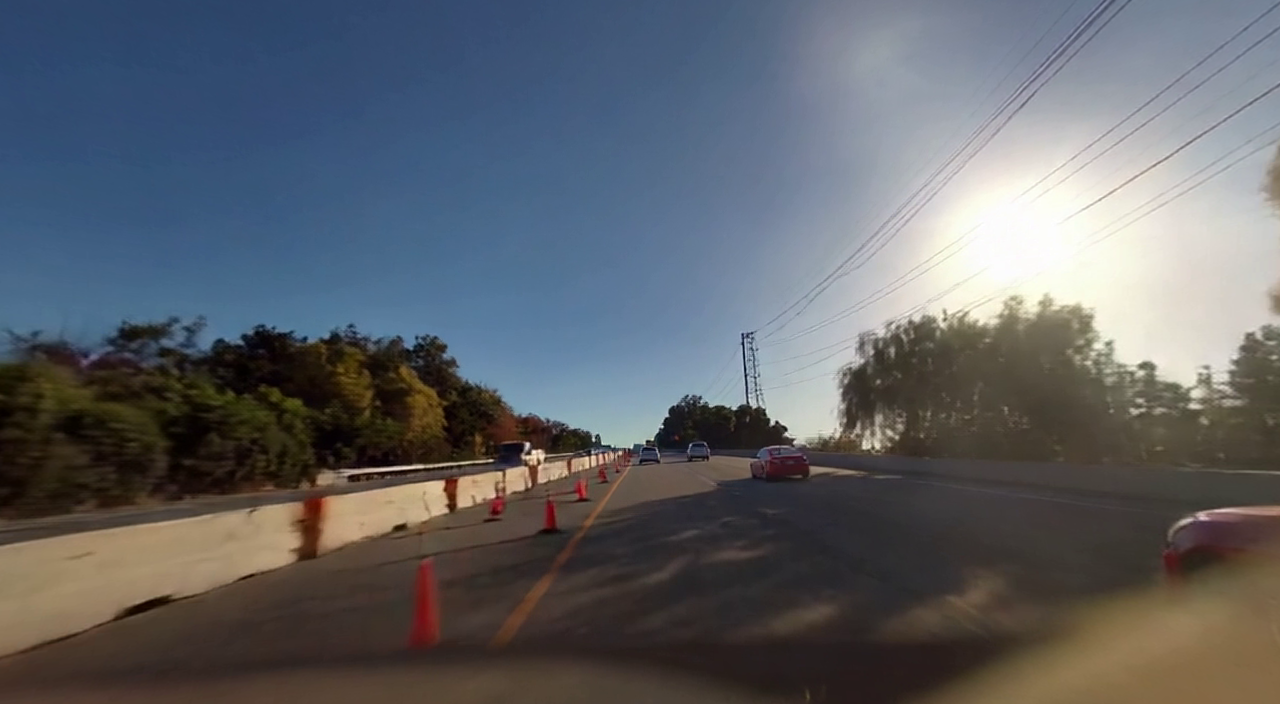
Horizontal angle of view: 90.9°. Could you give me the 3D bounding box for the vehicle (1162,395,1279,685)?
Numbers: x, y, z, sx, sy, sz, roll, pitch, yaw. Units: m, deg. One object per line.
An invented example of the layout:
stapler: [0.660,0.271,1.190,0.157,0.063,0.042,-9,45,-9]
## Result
vehicle: [4.471,0.794,1.858,1.997,1.568,4.529,0,-8,1]

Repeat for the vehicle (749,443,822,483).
vehicle: [5.665,4.344,25.025,1.881,1.409,4.016,0,-8,0]

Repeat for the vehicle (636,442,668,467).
vehicle: [0.807,7.010,43.219,2.096,1.583,4.150,0,-8,0]

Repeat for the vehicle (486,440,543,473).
vehicle: [-7.245,6.055,36.820,2.176,1.763,4.720,-1,-8,2]
